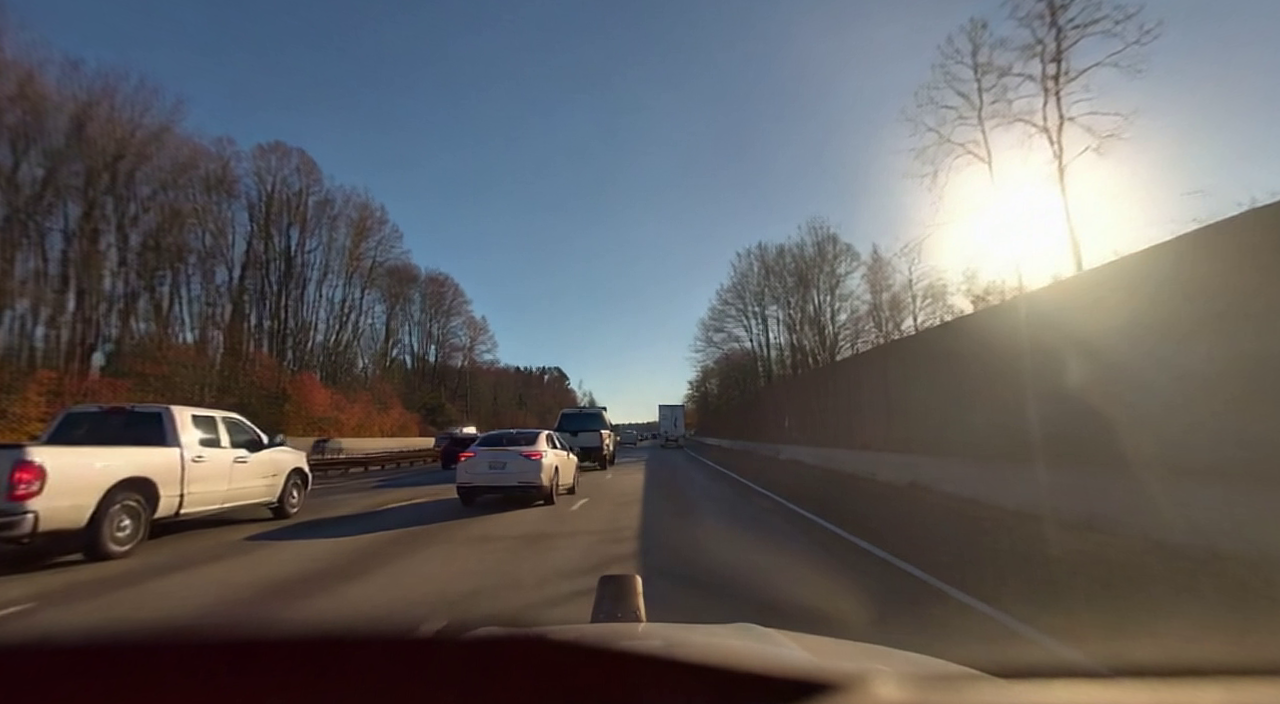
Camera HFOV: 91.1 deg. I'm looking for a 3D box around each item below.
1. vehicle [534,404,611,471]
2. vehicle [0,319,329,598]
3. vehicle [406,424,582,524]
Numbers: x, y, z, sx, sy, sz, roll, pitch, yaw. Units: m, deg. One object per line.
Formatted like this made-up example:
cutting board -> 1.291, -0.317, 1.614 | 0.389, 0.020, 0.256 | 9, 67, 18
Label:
vehicle -> -2.678, 3.592, 26.454 | 2.427, 2.514, 5.159 | 0, -8, 2
vehicle -> -6.805, 1.309, 8.244 | 2.386, 2.435, 5.831 | 0, -8, 1
vehicle -> -2.421, 2.135, 11.673 | 2.089, 1.485, 4.153 | 0, -8, 3
